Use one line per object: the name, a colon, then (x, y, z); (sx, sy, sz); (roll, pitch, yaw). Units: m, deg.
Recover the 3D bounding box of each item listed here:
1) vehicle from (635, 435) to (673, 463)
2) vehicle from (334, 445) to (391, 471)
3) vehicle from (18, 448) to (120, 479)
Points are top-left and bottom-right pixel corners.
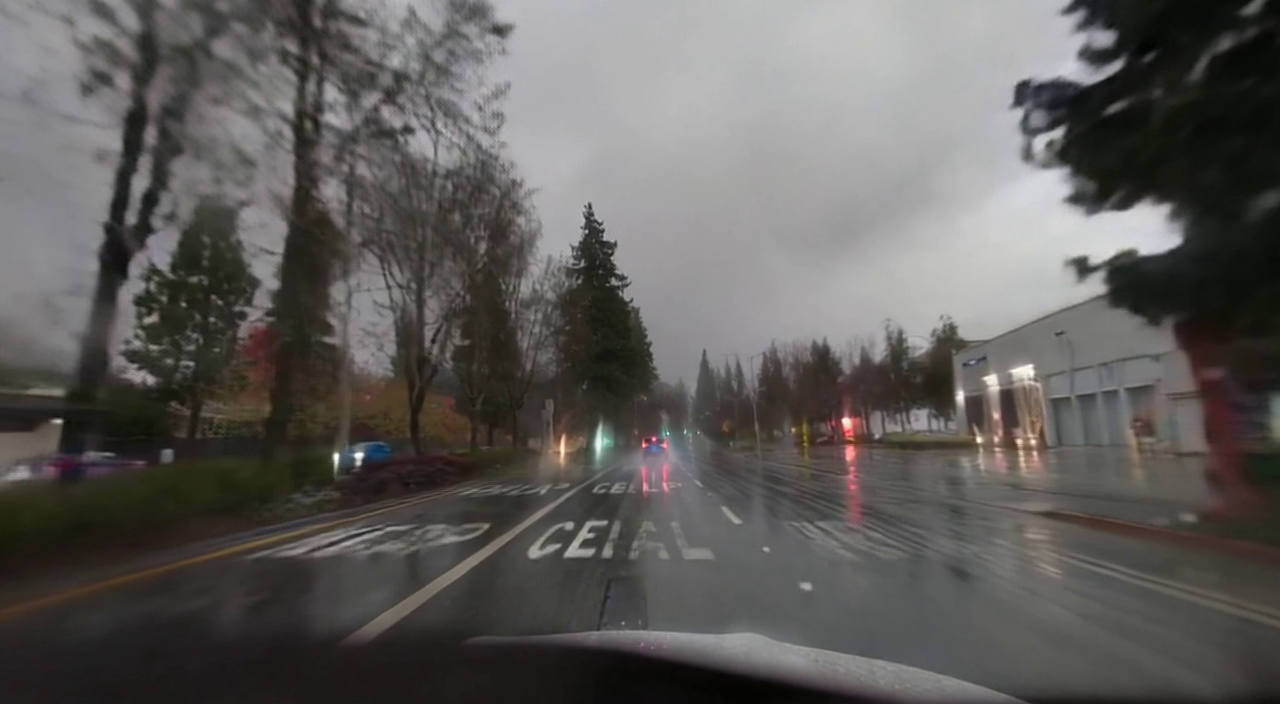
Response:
vehicle: (0.858, 5.760, 37.440); (2.144, 1.505, 4.128); (-1, -8, 2)
vehicle: (-19.771, 7.540, 44.948); (1.904, 1.677, 4.415); (-1, -8, 2)
vehicle: (-32.486, 6.323, 35.795); (4.042, 1.645, 1.876); (-1, -8, 3)
